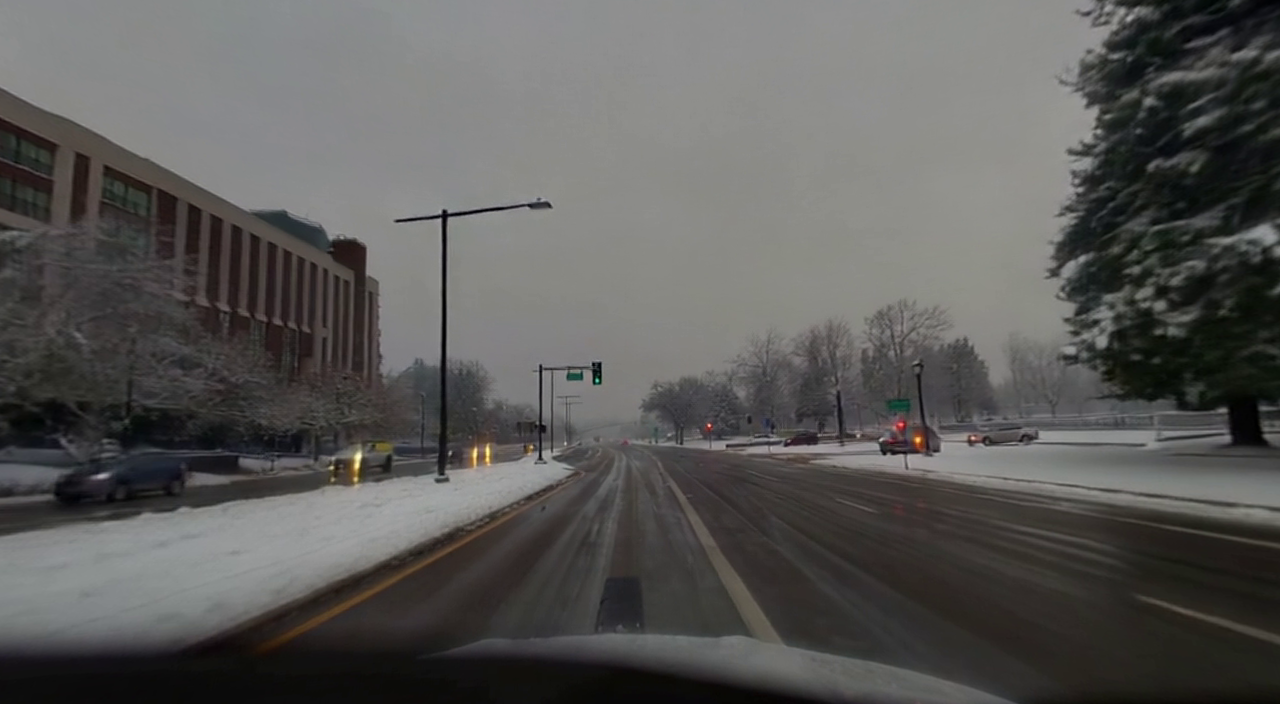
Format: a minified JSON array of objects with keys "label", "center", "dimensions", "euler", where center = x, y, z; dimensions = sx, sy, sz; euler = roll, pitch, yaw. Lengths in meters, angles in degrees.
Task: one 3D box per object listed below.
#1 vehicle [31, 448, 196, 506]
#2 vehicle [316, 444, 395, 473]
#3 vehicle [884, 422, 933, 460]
[{"label":"vehicle","center":[-18.514,4.358,22.578],"dimensions":[1.980,1.732,4.498],"euler":[-3,-8,1]},{"label":"vehicle","center":[-18.495,6.956,41.493],"dimensions":[2.575,1.738,5.473],"euler":[0,-8,1]},{"label":"vehicle","center":[16.986,5.672,40.091],"dimensions":[1.686,2.284,3.164],"euler":[0,-9,1]}]
